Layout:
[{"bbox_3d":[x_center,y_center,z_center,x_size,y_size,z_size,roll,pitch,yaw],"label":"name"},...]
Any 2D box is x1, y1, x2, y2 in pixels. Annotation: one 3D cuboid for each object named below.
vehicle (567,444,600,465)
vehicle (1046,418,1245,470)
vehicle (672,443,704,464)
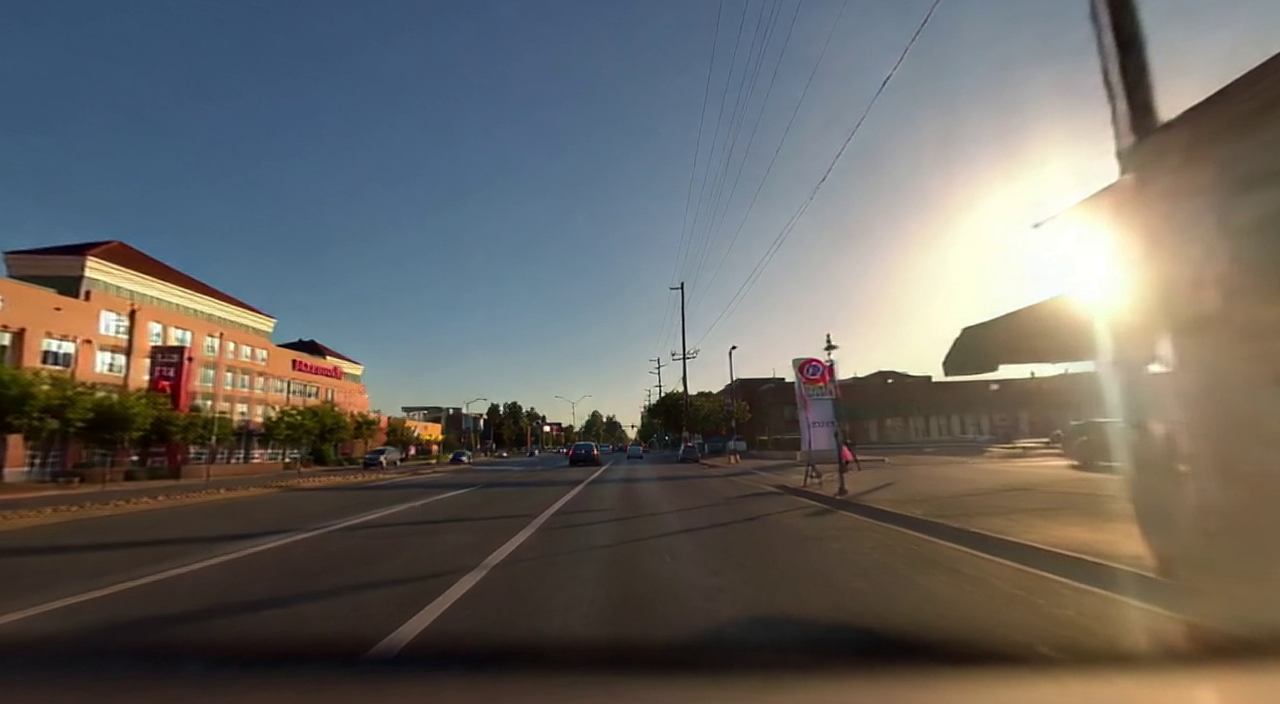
[{"bbox_3d":[-4.221,7.742,47.898,2.179,1.490,4.742,0,-9,-1],"label":"vehicle"},{"bbox_3d":[16.364,3.038,20.731,2.150,1.463,4.524,5,-10,-31],"label":"vehicle"},{"bbox_3d":[3.512,7.596,47.443,1.922,1.507,4.824,0,-9,-1],"label":"vehicle"}]
